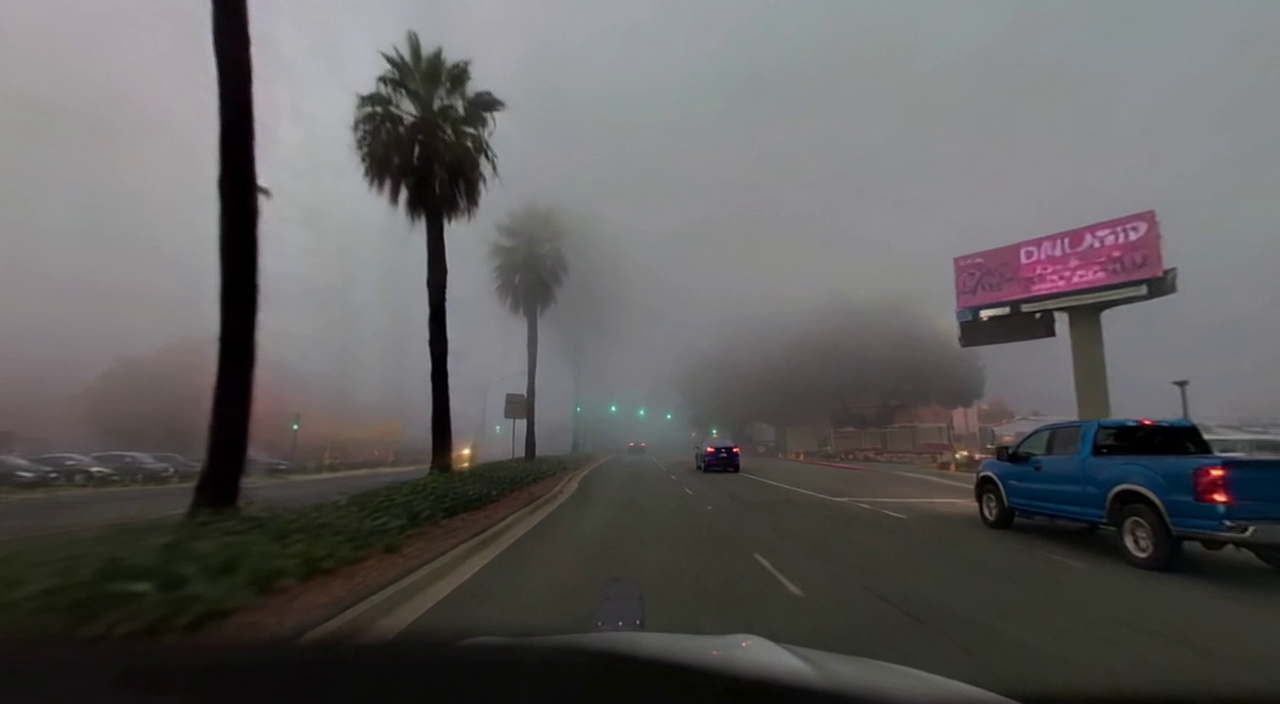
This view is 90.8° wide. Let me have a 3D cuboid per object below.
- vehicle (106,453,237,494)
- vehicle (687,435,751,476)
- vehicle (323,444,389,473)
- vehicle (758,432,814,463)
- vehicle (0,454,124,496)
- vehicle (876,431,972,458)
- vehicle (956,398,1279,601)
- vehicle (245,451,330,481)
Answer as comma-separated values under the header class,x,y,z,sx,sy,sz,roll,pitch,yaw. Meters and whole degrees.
class,x,y,z,sx,sy,sz,roll,pitch,yaw
vehicle,-19.389,5.027,26.490,1.900,1.481,4.684,0,-8,0
vehicle,3.143,4.232,26.063,1.889,1.541,4.303,0,-8,-2
vehicle,-19.172,7.179,42.957,2.066,1.825,5.291,0,-8,0
vehicle,10.170,6.735,44.631,2.417,2.061,5.980,0,-8,-1
vehicle,-24.320,5.011,26.083,1.899,1.499,4.911,0,-8,-1
vehicle,19.852,6.491,44.259,5.804,1.683,2.529,-6,-9,28
vehicle,6.166,1.519,7.351,2.140,1.606,5.437,0,-8,0
vehicle,-19.454,6.283,35.171,1.871,1.519,5.002,0,-8,0
